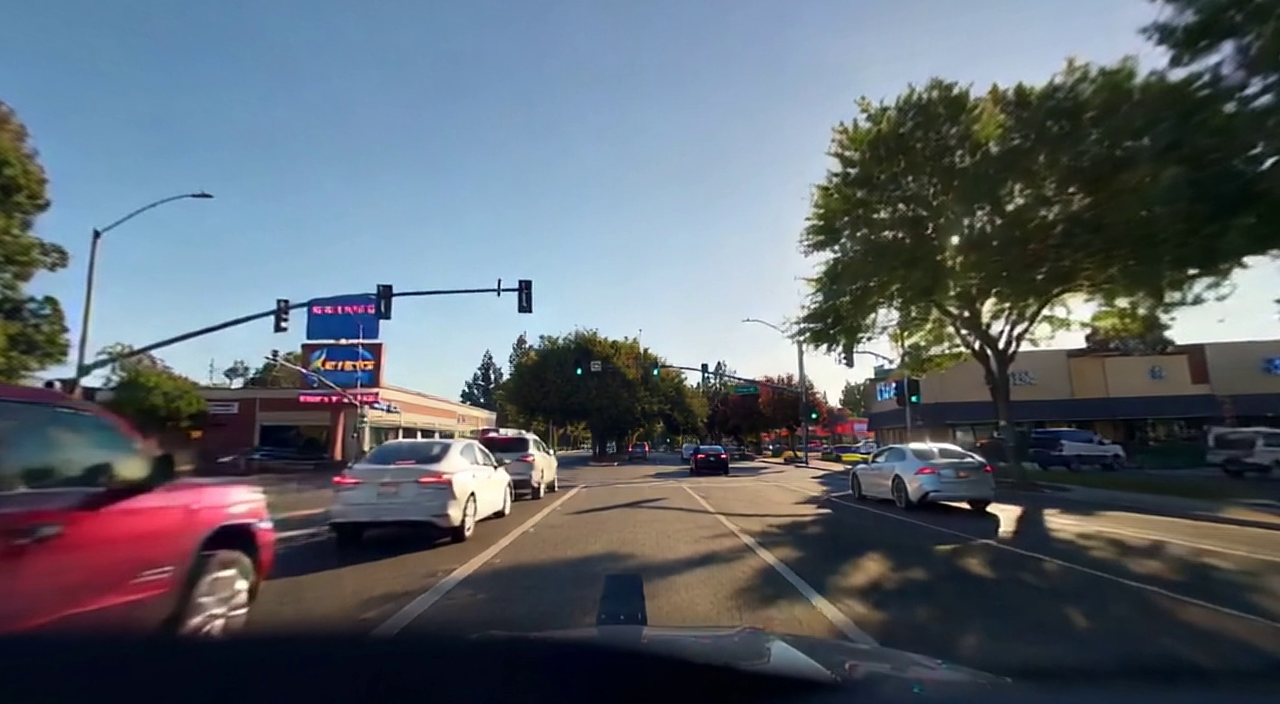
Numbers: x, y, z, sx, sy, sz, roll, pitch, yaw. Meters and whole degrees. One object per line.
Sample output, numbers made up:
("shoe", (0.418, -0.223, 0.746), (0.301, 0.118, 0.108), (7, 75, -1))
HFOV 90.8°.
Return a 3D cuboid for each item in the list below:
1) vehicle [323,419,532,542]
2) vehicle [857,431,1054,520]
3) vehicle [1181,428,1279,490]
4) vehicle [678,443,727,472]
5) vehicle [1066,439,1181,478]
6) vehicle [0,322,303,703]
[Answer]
("vehicle", (-3.380, 2.137, 11.171), (2.118, 1.721, 4.464), (0, -8, 0))
("vehicle", (6.744, 2.667, 14.252), (2.002, 1.651, 4.647), (0, -8, -1))
("vehicle", (19.372, 3.263, 19.618), (4.688, 1.713, 2.308), (5, -10, -30))
("vehicle", (3.319, 5.705, 34.466), (2.099, 1.463, 4.365), (0, -8, -1))
("vehicle", (19.937, 4.348, 26.022), (4.361, 1.469, 2.113), (5, -10, -29))
("vehicle", (-3.579, 0.777, 2.298), (2.189, 1.808, 4.563), (0, -8, 0))
